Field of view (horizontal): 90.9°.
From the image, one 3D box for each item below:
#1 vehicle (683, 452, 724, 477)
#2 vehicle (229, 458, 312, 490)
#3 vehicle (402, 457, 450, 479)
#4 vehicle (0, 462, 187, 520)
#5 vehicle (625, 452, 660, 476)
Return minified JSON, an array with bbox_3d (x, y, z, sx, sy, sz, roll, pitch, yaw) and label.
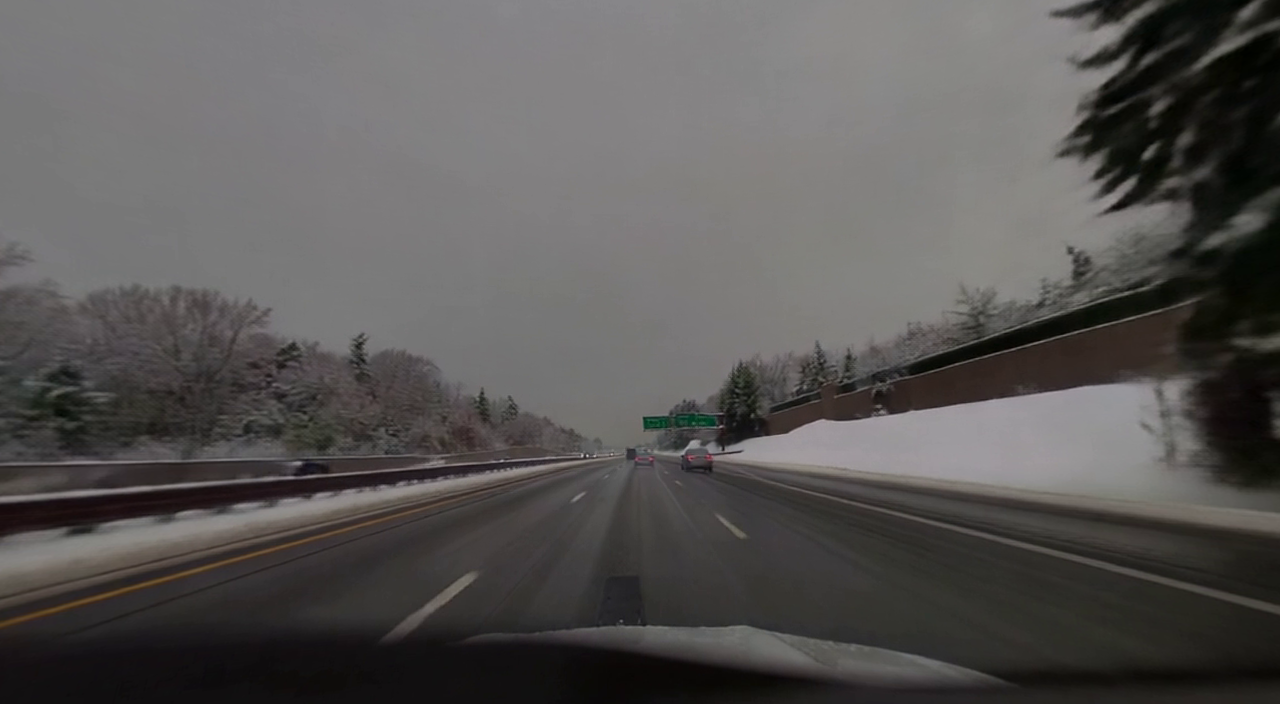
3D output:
[{"bbox_3d":[3.571,6.440,36.187,1.883,1.320,3.386,0,-9,-2],"label":"vehicle"},{"bbox_3d":[-20.710,6.842,35.554,2.050,1.644,4.292,0,-9,0],"label":"vehicle"},{"bbox_3d":[-15.930,8.670,47.220,1.919,1.473,4.498,-1,-9,2],"label":"vehicle"},{"bbox_3d":[-16.847,4.224,19.669,1.860,1.495,4.658,0,-9,1],"label":"vehicle"},{"bbox_3d":[0.143,6.987,39.596,2.065,1.400,4.028,0,-9,-1],"label":"vehicle"}]
